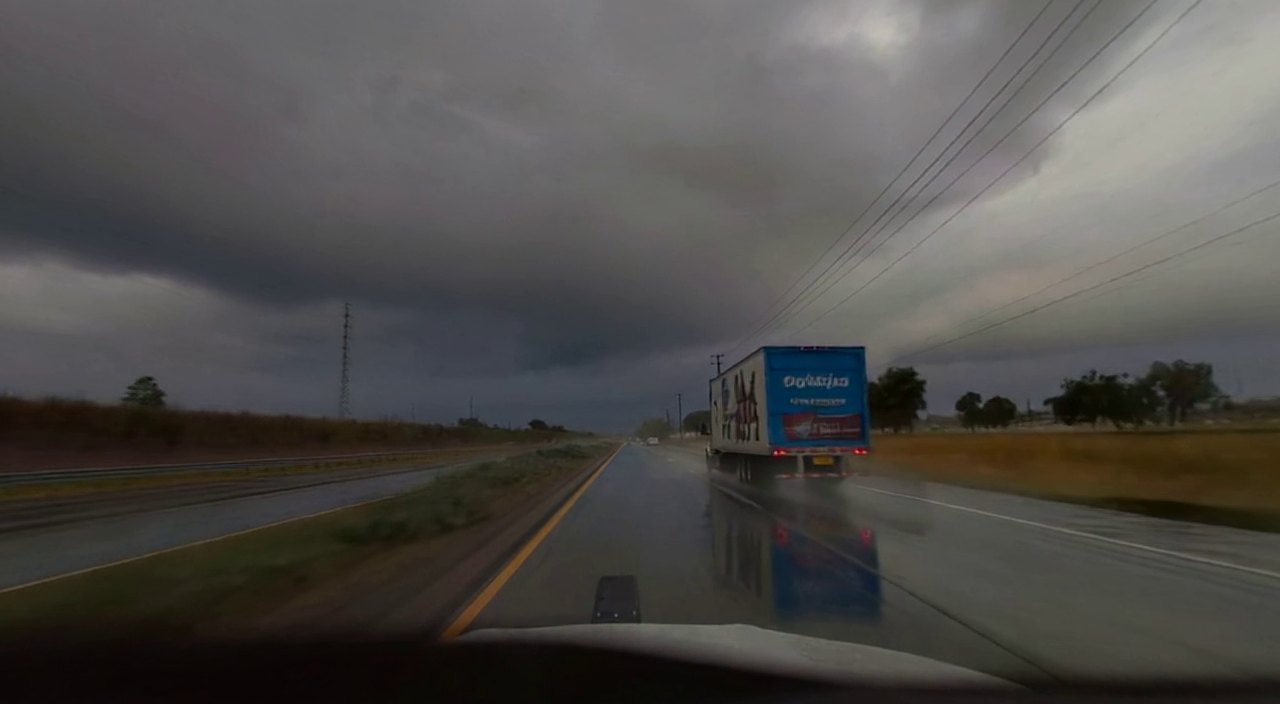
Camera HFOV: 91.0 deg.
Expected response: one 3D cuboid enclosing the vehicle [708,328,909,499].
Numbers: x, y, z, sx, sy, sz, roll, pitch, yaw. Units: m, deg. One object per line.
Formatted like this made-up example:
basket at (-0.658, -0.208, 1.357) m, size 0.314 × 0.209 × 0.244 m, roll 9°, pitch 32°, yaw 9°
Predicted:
vehicle at (4.126, 1.945, 18.208) m, size 3.037 × 3.672 × 9.136 m, roll 0°, pitch -8°, yaw -1°
